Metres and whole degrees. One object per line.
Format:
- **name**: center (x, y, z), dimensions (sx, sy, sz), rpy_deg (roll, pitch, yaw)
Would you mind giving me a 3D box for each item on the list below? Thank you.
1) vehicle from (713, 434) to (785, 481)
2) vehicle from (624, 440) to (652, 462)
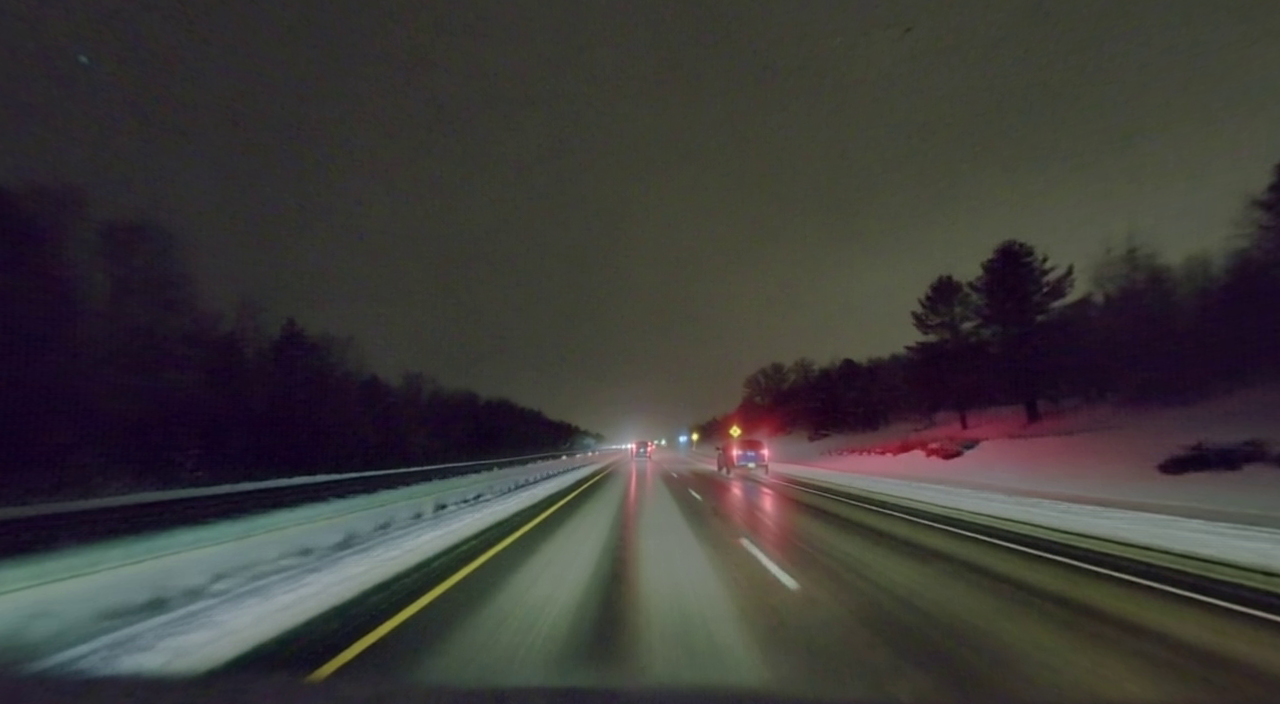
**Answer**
- **vehicle**: center (3.998, 3.931, 23.785), dimensions (2.037, 1.609, 4.036), rpy_deg (0, -8, 1)
- **vehicle**: center (-0.098, 7.427, 47.220), dimensions (2.009, 1.554, 4.013), rpy_deg (0, -8, 1)
